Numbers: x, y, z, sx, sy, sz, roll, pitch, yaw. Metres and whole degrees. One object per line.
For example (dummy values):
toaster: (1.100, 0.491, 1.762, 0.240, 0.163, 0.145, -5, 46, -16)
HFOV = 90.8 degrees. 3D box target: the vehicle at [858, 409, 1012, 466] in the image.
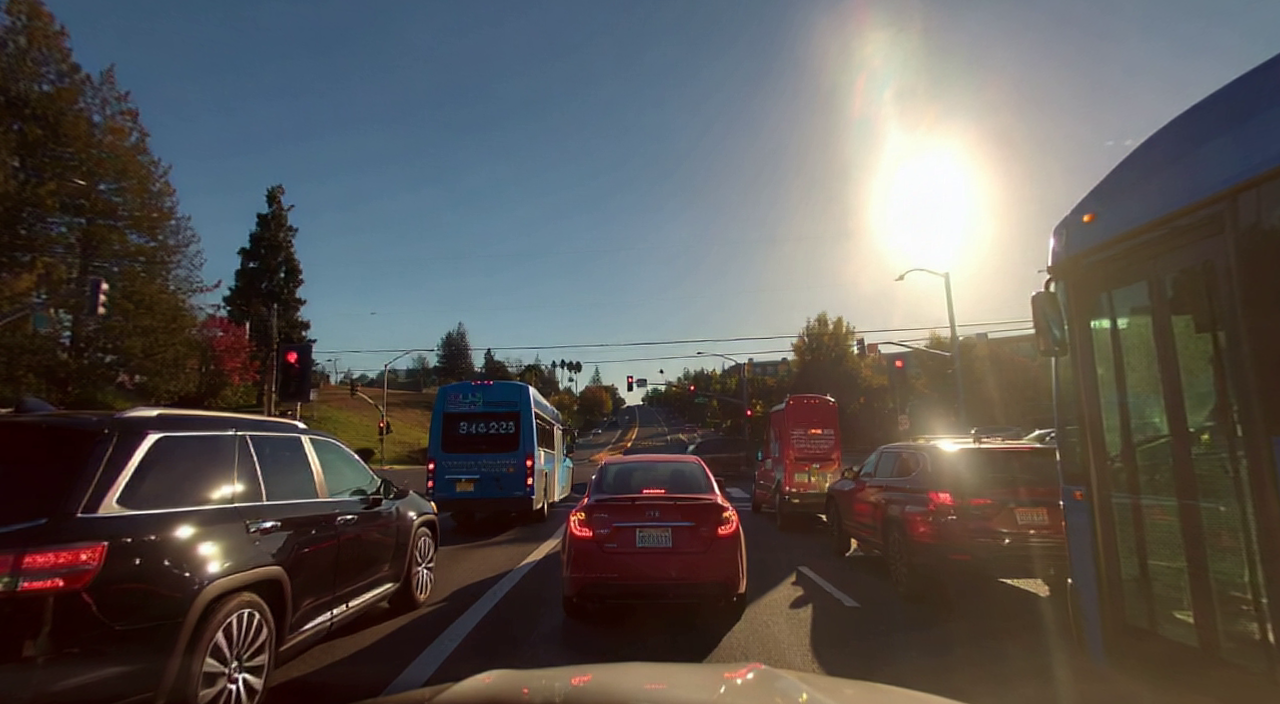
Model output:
vehicle: (17.564, 5.138, 37.934, 7.839, 3.213, 2.628, 0, -9, -3)

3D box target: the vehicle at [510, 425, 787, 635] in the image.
vehicle: (0.055, 1.550, 6.412, 1.976, 1.485, 3.624, 0, -8, 0)

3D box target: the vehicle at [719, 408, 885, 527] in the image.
vehicle: (3.143, 2.403, 13.678, 2.143, 2.036, 5.367, 0, -8, 0)

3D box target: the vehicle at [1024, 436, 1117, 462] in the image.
vehicle: (25.832, 5.831, 38.005, 4.229, 1.489, 1.794, 0, -8, -1)

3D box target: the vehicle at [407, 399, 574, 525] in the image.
vehicle: (-2.947, 2.352, 13.956, 2.335, 2.221, 5.165, 0, -8, 1)

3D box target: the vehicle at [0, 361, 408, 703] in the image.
vehicle: (-3.419, 1.178, 4.625, 1.921, 1.701, 3.989, 0, -8, -1)
